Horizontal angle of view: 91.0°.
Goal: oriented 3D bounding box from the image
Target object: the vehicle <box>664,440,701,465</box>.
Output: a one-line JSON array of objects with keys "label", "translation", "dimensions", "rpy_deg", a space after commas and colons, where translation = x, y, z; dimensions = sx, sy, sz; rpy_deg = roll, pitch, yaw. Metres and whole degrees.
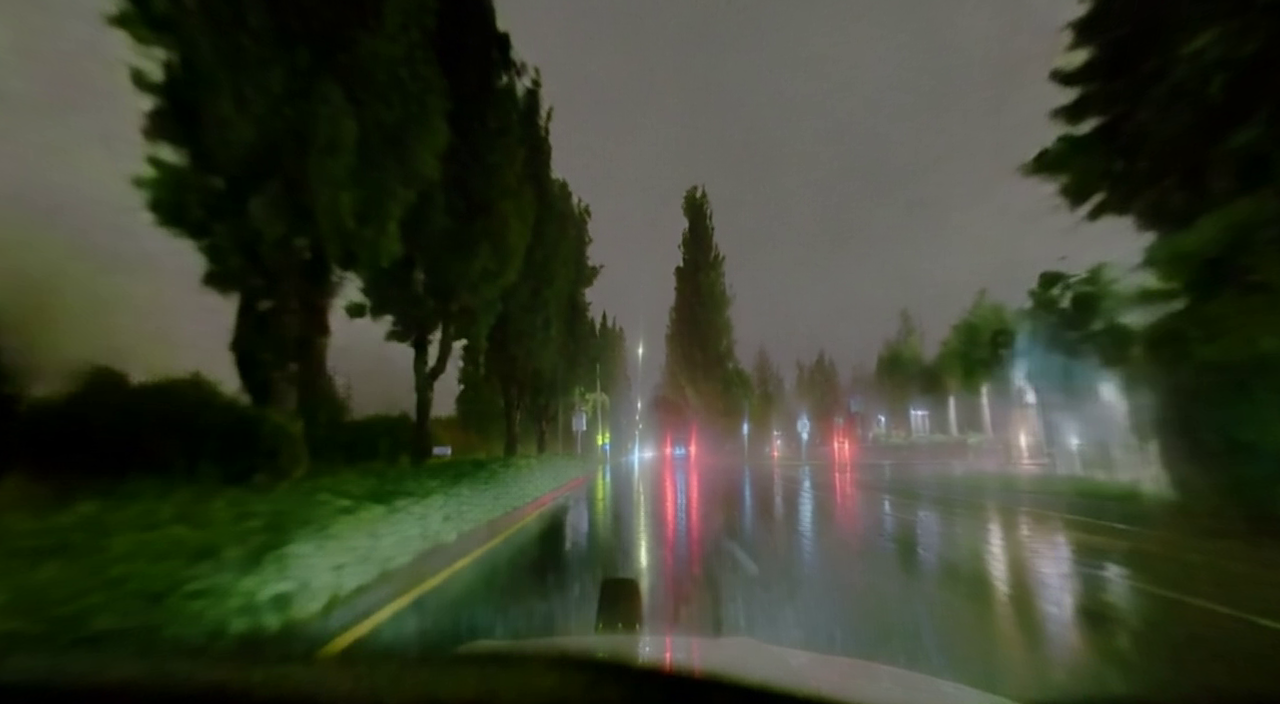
[{"label": "vehicle", "translation": [2.725, 6.545, 41.145], "dimensions": [2.044, 1.537, 4.528], "rpy_deg": [0, -8, -1]}]
